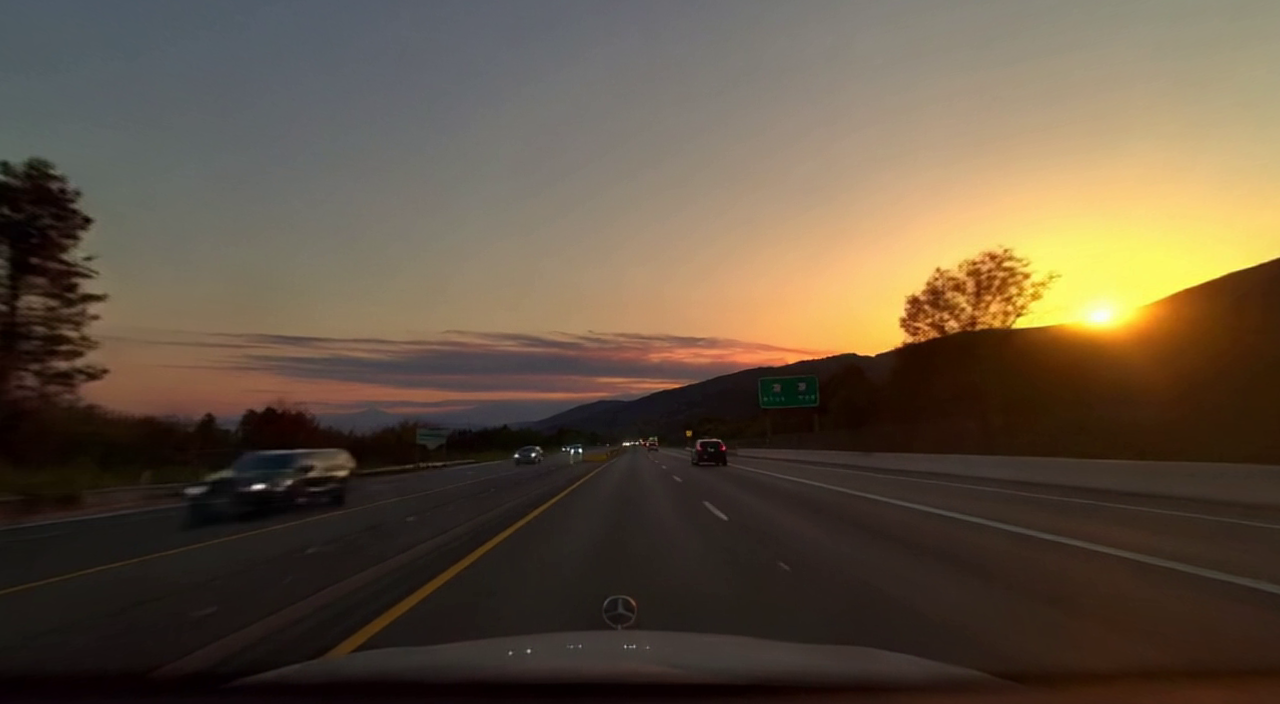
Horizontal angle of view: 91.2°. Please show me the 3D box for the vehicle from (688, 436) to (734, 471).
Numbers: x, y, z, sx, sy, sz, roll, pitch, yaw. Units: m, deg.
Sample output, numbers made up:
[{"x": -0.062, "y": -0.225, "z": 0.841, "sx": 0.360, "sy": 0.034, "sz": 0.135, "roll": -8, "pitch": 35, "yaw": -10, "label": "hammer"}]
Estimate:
[{"x": 3.488, "y": 5.087, "z": 31.550, "sx": 1.972, "sy": 1.614, "sz": 4.025, "roll": -1, "pitch": -9, "yaw": 2, "label": "vehicle"}]

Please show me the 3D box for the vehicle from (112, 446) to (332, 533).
[{"x": -8.941, "y": 2.917, "z": 13.978, "sx": 1.950, "sy": 1.587, "sz": 4.308, "roll": 0, "pitch": -9, "yaw": -1, "label": "vehicle"}]
